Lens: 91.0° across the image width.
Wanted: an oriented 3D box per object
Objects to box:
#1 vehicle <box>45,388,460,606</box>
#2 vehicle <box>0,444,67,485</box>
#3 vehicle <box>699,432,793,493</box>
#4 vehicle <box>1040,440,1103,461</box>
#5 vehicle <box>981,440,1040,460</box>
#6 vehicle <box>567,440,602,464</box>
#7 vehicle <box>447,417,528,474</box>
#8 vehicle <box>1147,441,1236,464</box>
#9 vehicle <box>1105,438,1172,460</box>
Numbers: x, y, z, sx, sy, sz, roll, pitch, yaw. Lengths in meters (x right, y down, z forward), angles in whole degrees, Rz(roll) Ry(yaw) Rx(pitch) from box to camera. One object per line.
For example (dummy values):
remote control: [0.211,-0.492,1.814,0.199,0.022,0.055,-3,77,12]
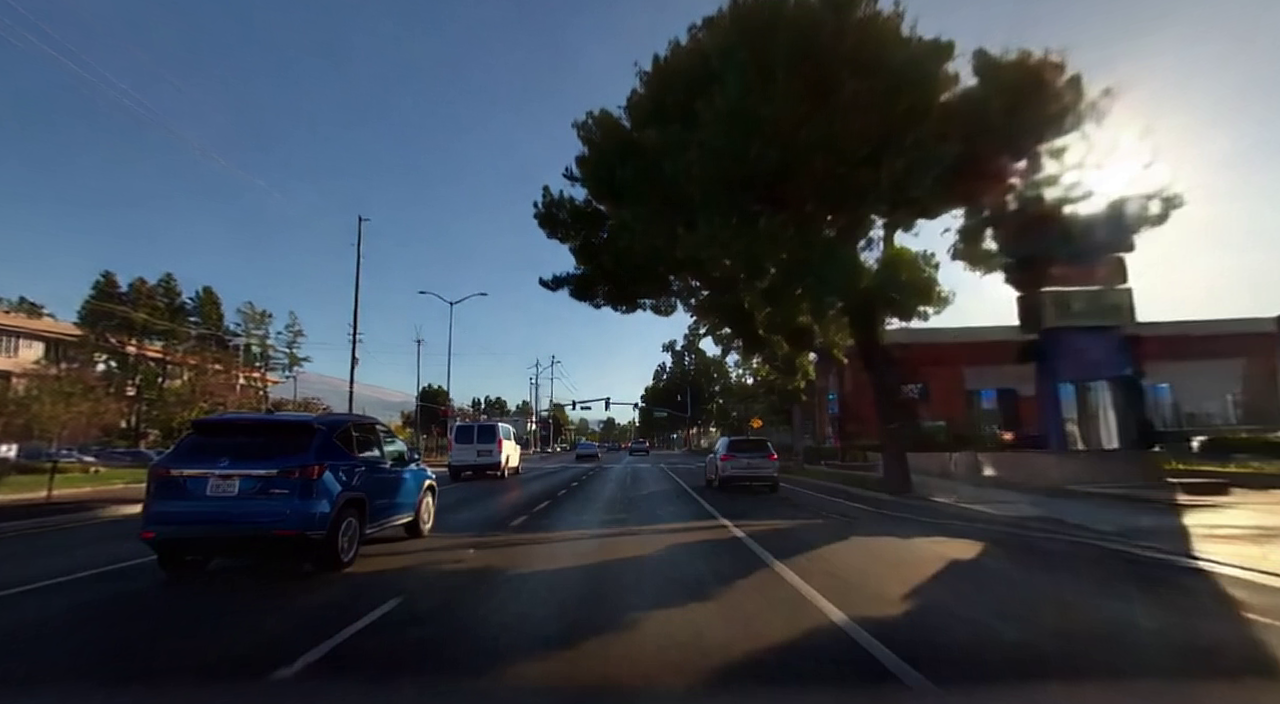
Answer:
vehicle: [-3.756,1.495,7.311,2.038,1.748,4.303,0,-9,0]
vehicle: [-29.963,5.255,29.551,4.126,1.850,1.972,0,-9,2]
vehicle: [3.375,3.648,21.150,2.167,1.792,4.835,1,-9,-2]
vehicle: [33.200,7.611,48.576,1.817,1.503,4.238,0,-9,-1]
vehicle: [28.095,7.434,47.886,1.760,1.431,4.343,0,-9,-2]
vehicle: [-4.091,7.519,47.320,2.133,1.677,4.727,0,-9,0]
vehicle: [-7.648,4.831,32.444,2.863,2.592,6.410,1,-9,-3]
vehicle: [43.209,7.878,49.543,1.980,1.596,5.674,-1,-8,1]
vehicle: [38.142,7.434,48.286,1.812,1.641,3.875,1,-9,-3]
